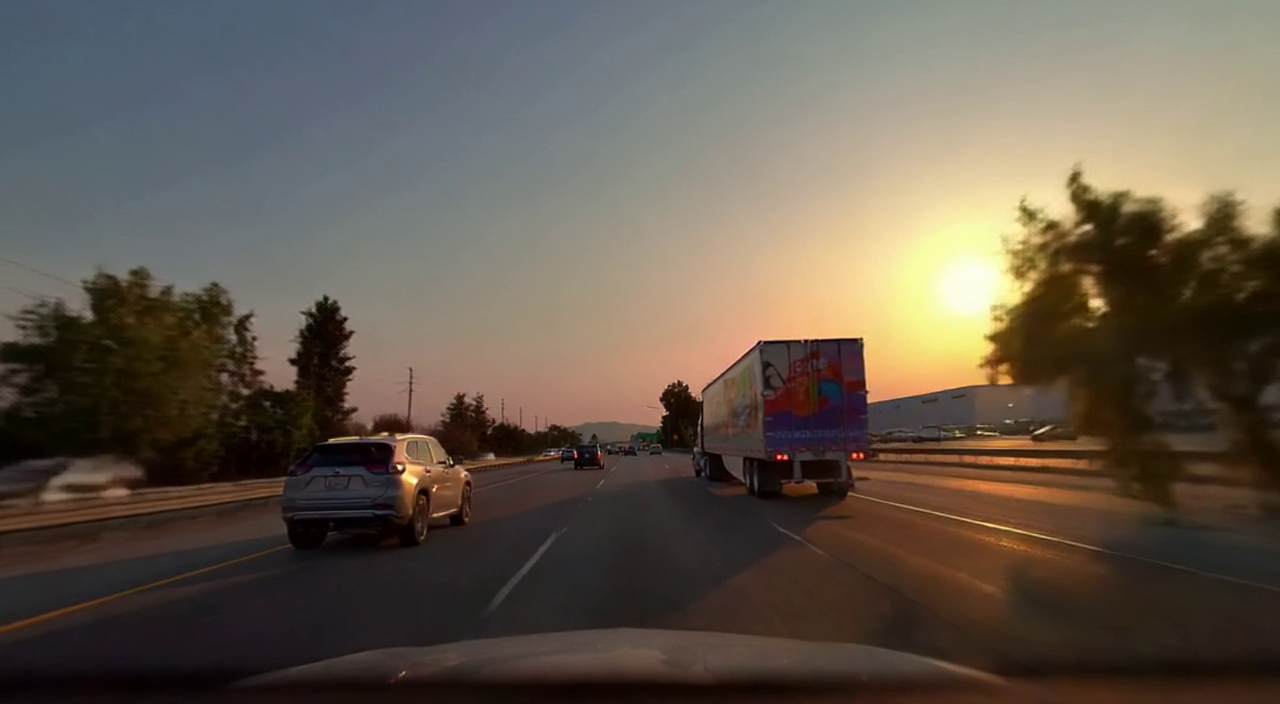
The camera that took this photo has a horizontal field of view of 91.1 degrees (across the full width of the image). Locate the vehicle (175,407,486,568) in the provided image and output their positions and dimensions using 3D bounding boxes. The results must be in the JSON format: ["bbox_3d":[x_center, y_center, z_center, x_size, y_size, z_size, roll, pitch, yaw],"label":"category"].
[{"bbox_3d":[-3.992,1.854,9.320,2.202,1.760,4.617,0,-9,1],"label":"vehicle"}]

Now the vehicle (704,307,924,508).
[{"bbox_3d":[4.325,2.185,20.162,2.998,4.236,13.886,0,-9,0],"label":"vehicle"}]

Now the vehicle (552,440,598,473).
[{"bbox_3d":[-3.620,5.906,35.748,2.139,1.716,4.530,0,-9,0],"label":"vehicle"}]
